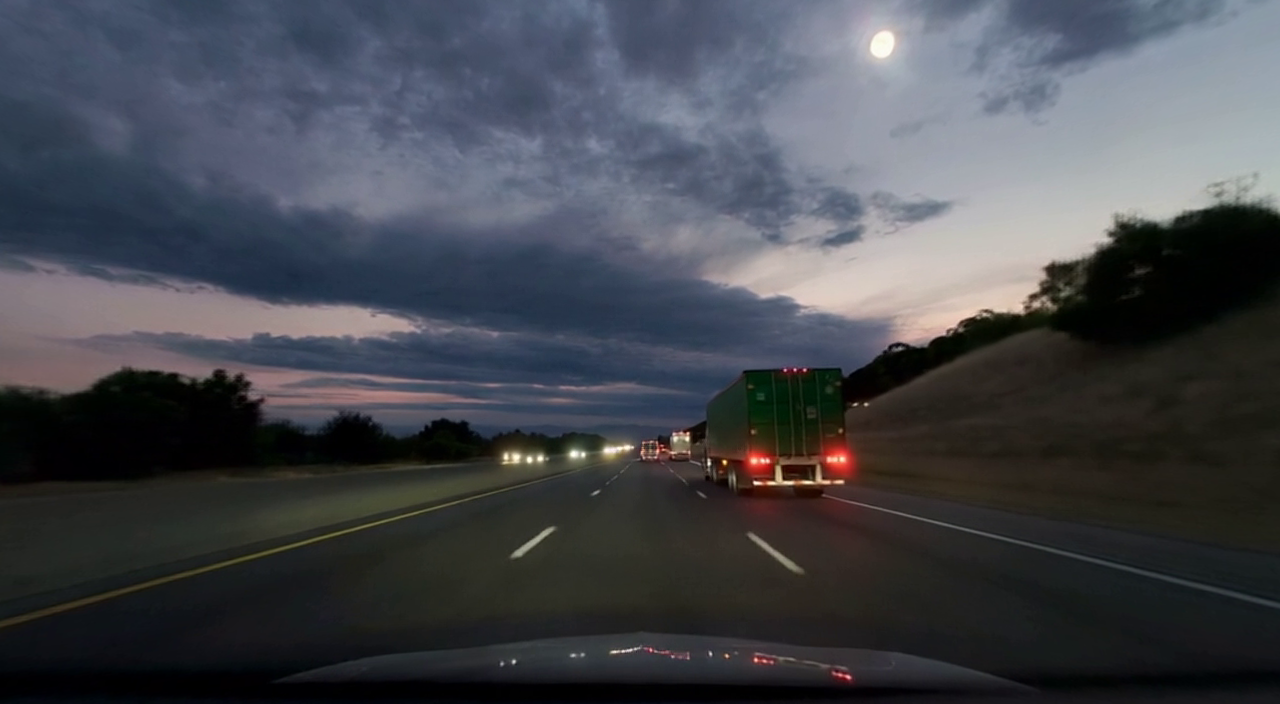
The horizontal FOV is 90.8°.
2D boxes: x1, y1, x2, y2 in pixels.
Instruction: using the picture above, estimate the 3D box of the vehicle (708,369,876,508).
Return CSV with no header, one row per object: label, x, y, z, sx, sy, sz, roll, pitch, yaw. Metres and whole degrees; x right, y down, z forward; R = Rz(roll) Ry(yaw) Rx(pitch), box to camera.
vehicle,4.181,2.772,19.898,2.960,3.381,8.914,0,-9,-1
